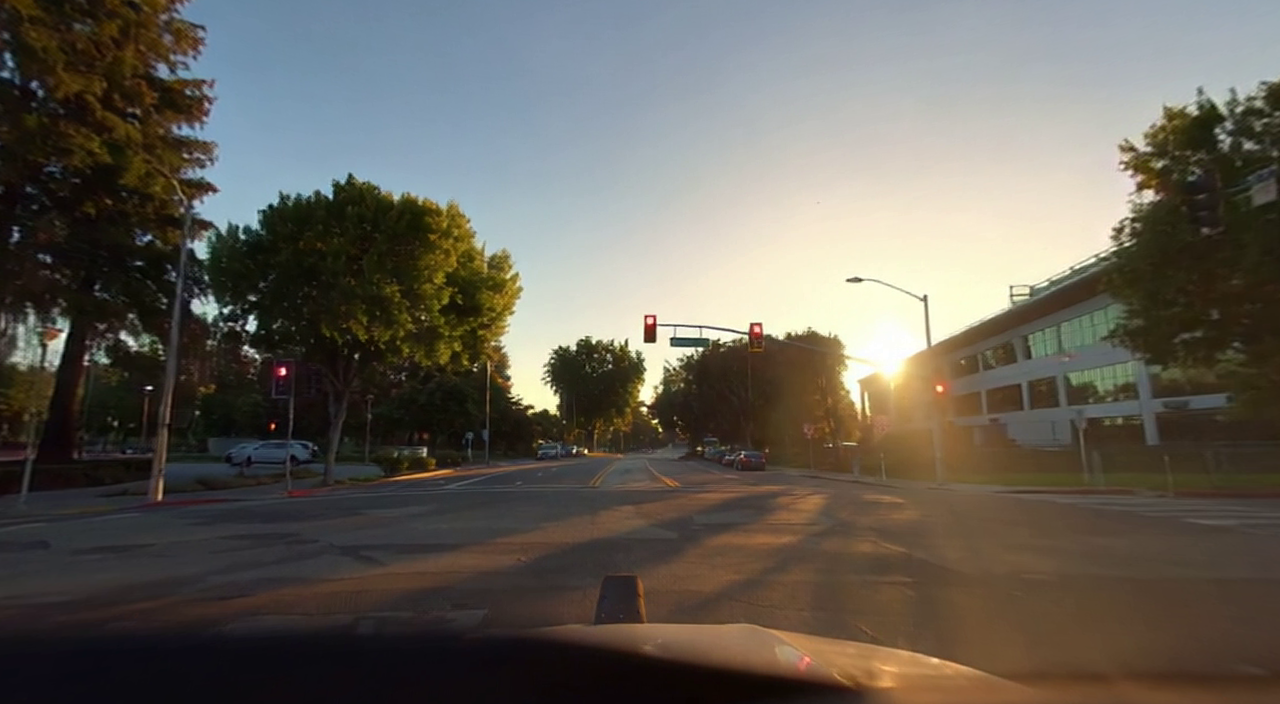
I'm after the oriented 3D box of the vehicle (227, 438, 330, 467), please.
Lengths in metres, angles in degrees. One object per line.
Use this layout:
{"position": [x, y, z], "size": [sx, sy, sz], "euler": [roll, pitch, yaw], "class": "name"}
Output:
{"position": [-21.048, 5.872, 36.963], "size": [4.765, 1.593, 1.891], "euler": [1, -8, -6], "class": "vehicle"}
